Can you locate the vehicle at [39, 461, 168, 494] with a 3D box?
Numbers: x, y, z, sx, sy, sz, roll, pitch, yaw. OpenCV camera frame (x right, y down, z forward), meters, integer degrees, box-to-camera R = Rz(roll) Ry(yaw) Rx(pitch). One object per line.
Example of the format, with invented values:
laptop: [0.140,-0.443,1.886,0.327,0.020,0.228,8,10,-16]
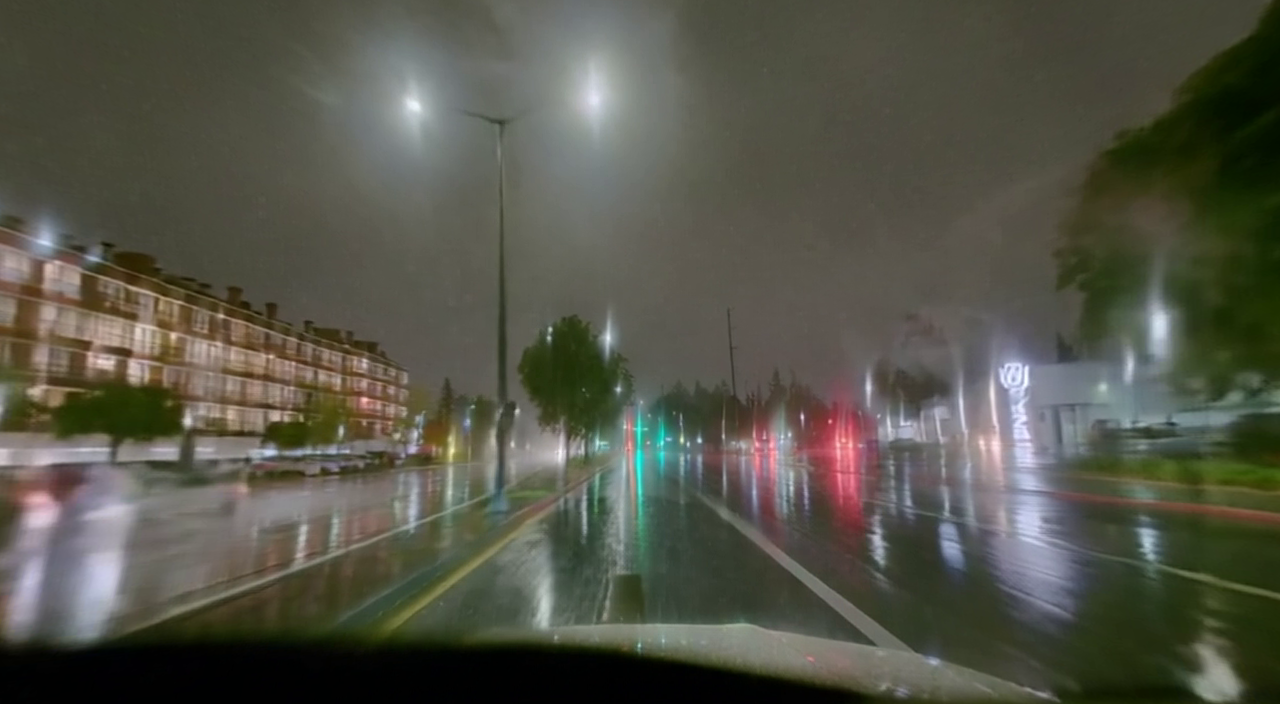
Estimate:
vehicle: [-26.033,6.085,30.883,4.329,1.423,1.954,4,-9,-24]
